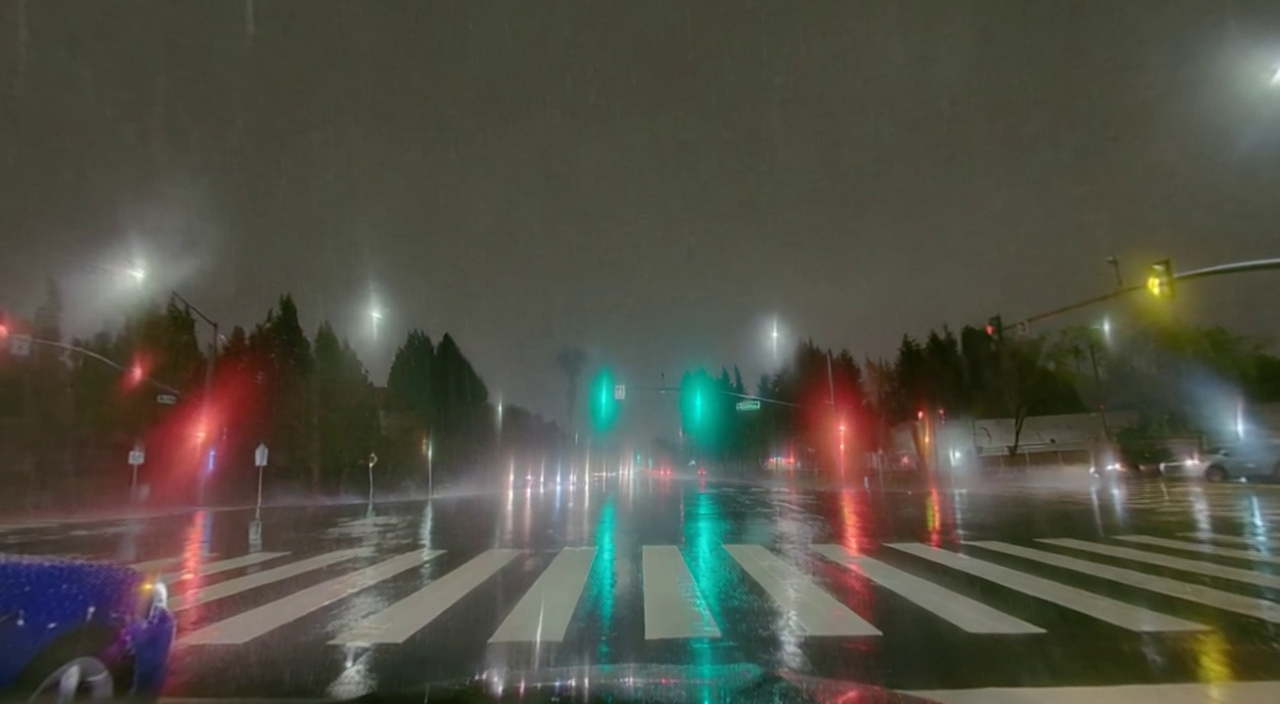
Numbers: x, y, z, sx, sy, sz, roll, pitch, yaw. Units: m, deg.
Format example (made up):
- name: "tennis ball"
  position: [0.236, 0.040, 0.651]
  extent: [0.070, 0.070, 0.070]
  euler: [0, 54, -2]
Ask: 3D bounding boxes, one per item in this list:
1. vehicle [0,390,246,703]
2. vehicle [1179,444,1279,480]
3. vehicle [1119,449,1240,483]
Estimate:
- name: "vehicle"
  position: [-3.002, 0.776, 1.257]
  extent: [1.969, 1.513, 3.773]
  euler: [0, -9, 0]
- name: "vehicle"
  position: [25.671, 4.611, 26.584]
  extent: [4.347, 1.411, 1.784]
  euler: [0, -9, -3]
- name: "vehicle"
  position: [25.102, 5.280, 29.490]
  extent: [4.123, 1.469, 1.790]
  euler: [0, -8, -5]
